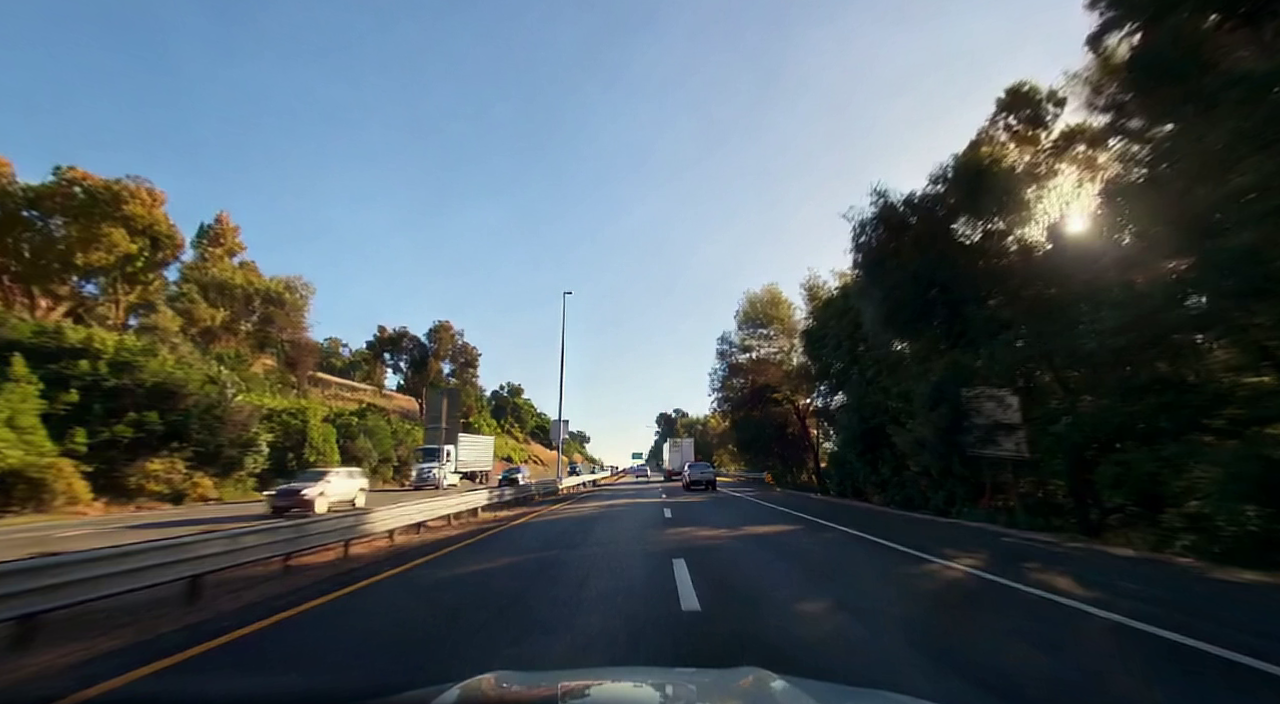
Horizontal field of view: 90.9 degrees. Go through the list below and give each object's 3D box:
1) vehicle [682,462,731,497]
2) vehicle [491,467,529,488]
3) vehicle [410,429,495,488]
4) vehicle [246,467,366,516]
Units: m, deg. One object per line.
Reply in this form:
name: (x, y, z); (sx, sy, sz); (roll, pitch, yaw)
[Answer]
vehicle: (3.366, 6.584, 32.774); (2.124, 1.662, 4.641); (1, -10, 1)
vehicle: (-9.578, 9.264, 46.768); (1.881, 1.438, 3.903); (0, -10, 2)
vehicle: (-13.976, 8.219, 48.109); (2.926, 3.944, 10.427); (0, -10, 2)
vehicle: (-10.767, 4.510, 20.664); (1.830, 1.411, 3.720); (1, -10, 1)
